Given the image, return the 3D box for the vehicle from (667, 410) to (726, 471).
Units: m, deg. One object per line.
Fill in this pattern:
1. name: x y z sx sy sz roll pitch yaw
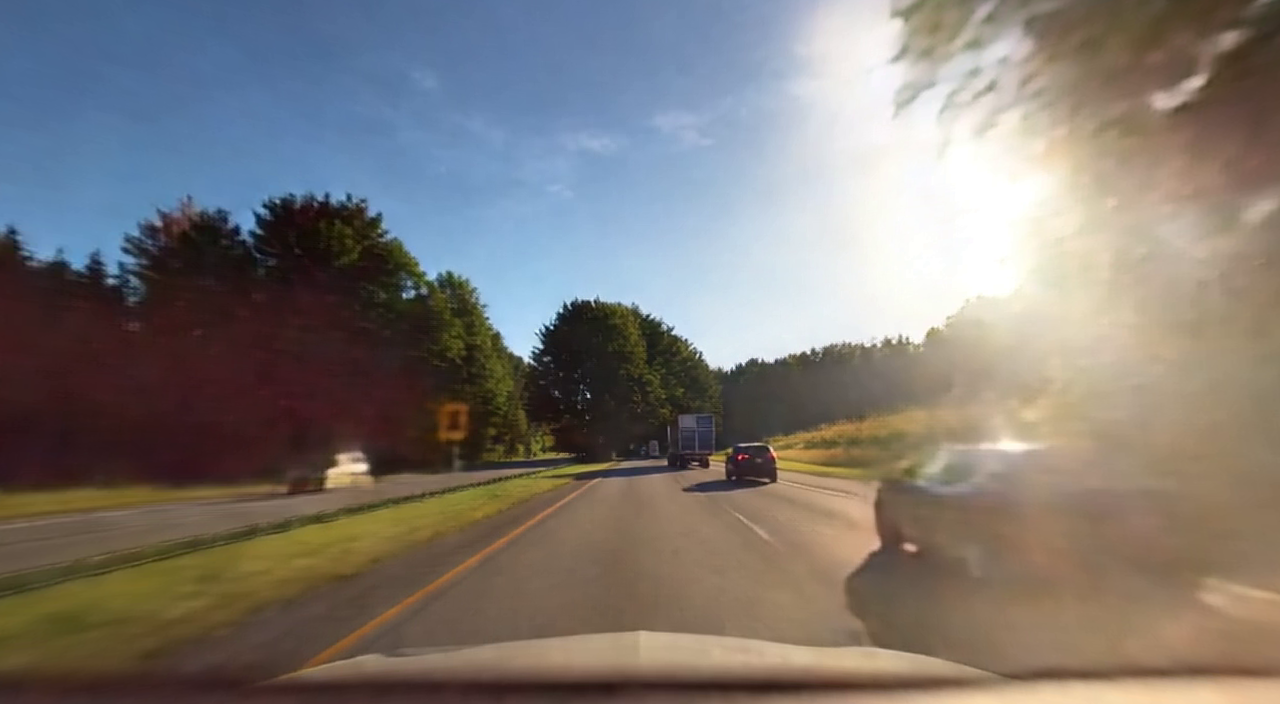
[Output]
1. vehicle: 4.118 7.121 49.885 3.231 4.102 14.393 0 -9 0

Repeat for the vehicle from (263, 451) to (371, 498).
1. vehicle: -12.800 4.829 25.311 1.948 1.685 4.434 0 -9 0

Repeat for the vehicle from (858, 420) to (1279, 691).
1. vehicle: 3.981 1.509 6.016 2.031 1.491 4.883 0 -9 0

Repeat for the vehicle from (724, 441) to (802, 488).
1. vehicle: 4.742 4.422 25.081 2.118 1.688 4.715 0 -9 -1
